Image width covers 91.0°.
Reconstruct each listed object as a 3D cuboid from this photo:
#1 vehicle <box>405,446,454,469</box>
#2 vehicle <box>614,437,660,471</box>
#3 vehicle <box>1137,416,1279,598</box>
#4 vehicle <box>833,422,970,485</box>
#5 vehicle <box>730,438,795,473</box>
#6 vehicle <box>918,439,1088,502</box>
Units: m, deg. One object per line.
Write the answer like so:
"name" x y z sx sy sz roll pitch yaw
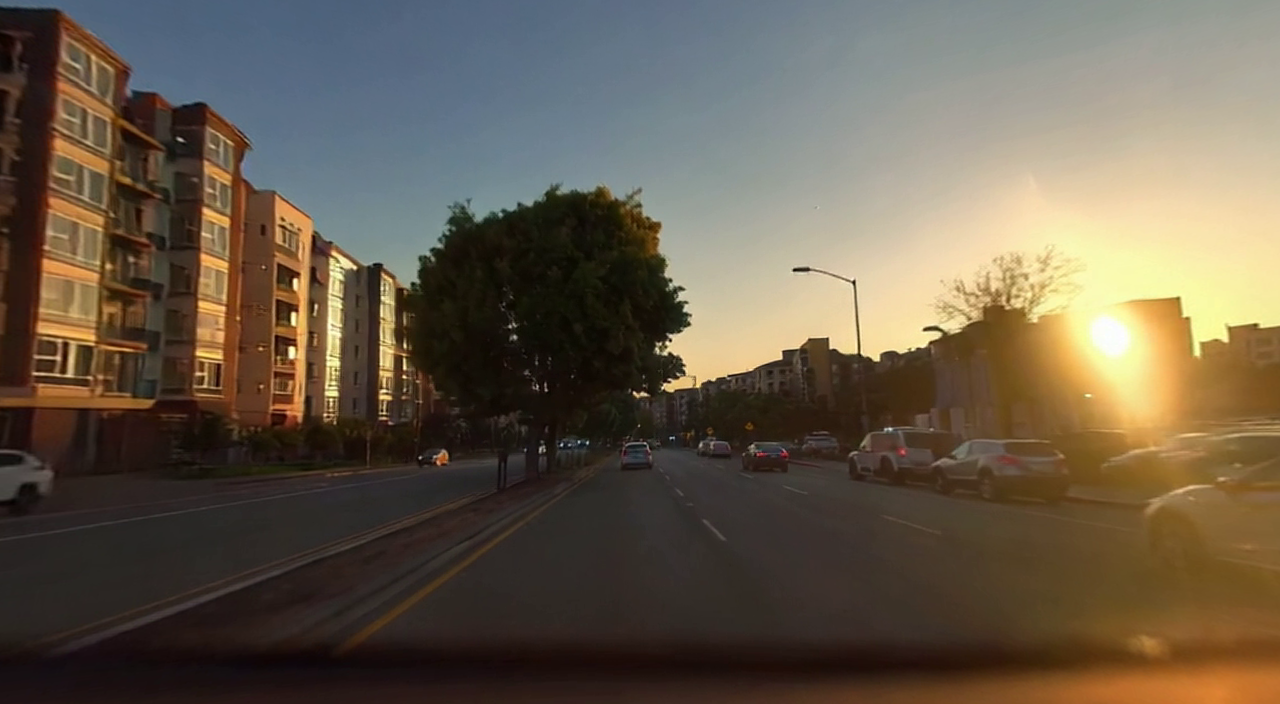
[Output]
"vehicle" -15.492 7.773 46.555 1.967 1.574 4.819 0 -9 0
"vehicle" -0.146 5.080 31.442 2.106 1.553 3.964 0 -9 0
"vehicle" 6.586 1.197 4.480 2.121 1.557 4.898 0 -9 1
"vehicle" 10.121 4.021 25.259 2.441 2.150 6.729 1 -9 -2
"vehicle" 5.776 4.938 30.279 2.154 1.554 4.149 1 -9 -2
"vehicle" 9.982 3.258 17.803 2.089 1.508 4.323 0 -8 -2
